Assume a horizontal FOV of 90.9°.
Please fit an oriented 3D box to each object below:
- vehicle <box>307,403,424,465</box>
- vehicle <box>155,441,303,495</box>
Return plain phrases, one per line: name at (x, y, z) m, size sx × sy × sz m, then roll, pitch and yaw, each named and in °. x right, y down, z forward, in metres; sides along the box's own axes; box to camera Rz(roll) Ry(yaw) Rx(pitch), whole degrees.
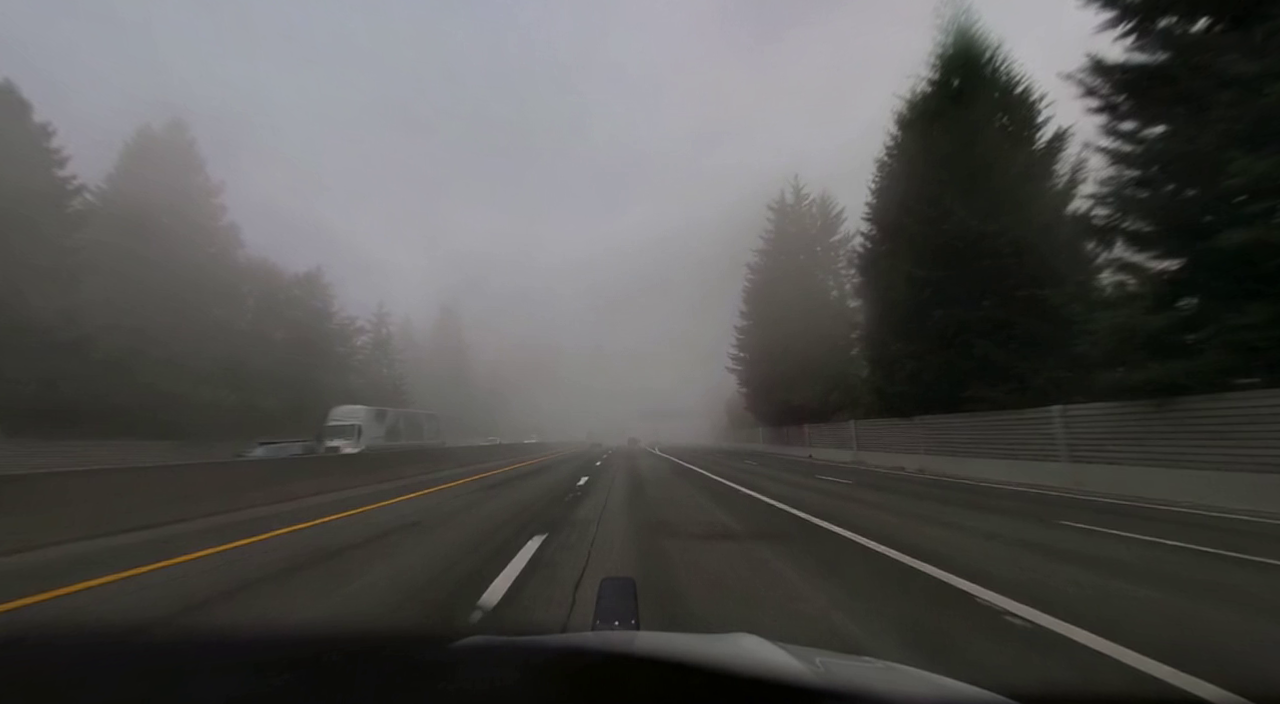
vehicle at (-17.761, 5.508, 42.082) m, size 2.975 × 3.541 × 11.755 m, roll 0°, pitch -8°, yaw -2°
vehicle at (-12.170, 3.408, 19.029) m, size 1.807 × 1.416 × 4.076 m, roll 0°, pitch -8°, yaw -2°
